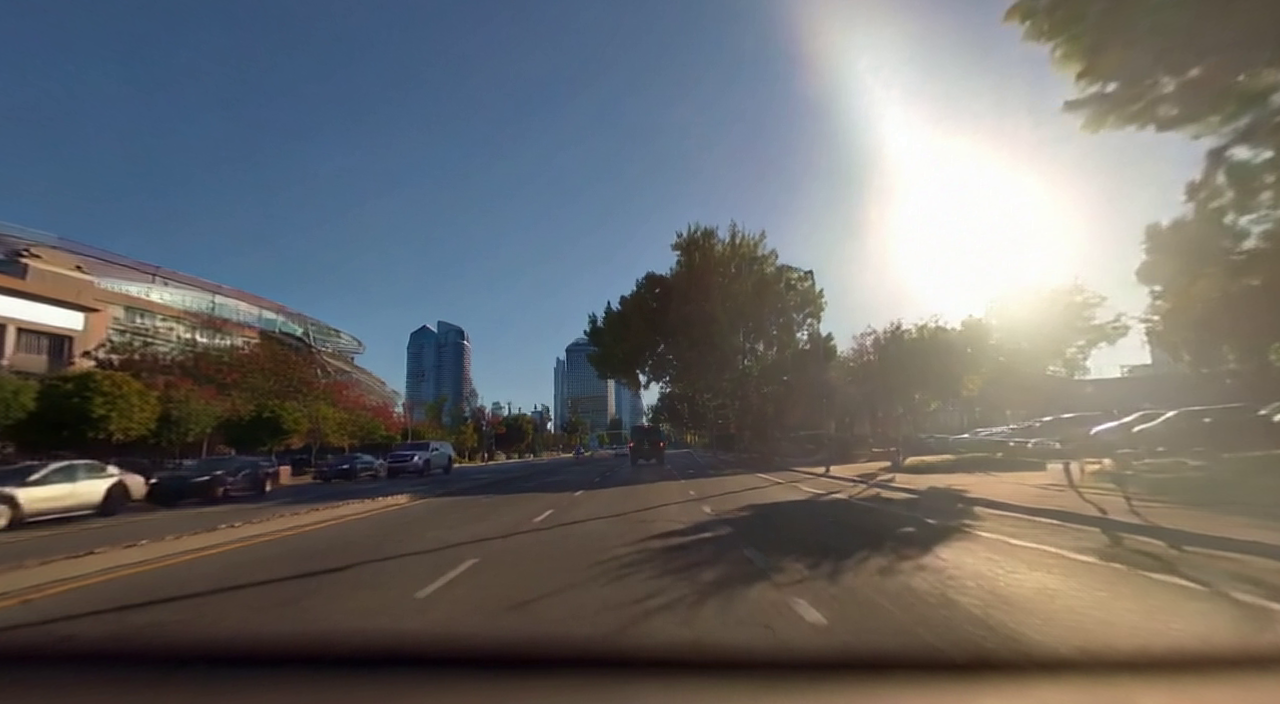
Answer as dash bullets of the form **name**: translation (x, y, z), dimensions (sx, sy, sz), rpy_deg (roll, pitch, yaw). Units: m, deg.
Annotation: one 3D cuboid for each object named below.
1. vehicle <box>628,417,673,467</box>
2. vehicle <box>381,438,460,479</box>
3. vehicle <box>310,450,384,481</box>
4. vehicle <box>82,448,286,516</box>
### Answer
- **vehicle**: translation (0.691, 6.428, 44.851), dimensions (2.843, 3.120, 10.422), rpy_deg (0, -8, 0)
- **vehicle**: translation (-11.288, 5.510, 32.867), dimensions (2.155, 1.941, 4.977), rpy_deg (0, -8, 2)
- **vehicle**: translation (-18.781, 7.284, 40.728), dimensions (2.165, 1.795, 5.003), rpy_deg (-1, -8, 3)
- **vehicle**: translation (-11.747, 3.336, 16.750), dimensions (1.884, 1.486, 4.566), rpy_deg (0, -8, 2)
